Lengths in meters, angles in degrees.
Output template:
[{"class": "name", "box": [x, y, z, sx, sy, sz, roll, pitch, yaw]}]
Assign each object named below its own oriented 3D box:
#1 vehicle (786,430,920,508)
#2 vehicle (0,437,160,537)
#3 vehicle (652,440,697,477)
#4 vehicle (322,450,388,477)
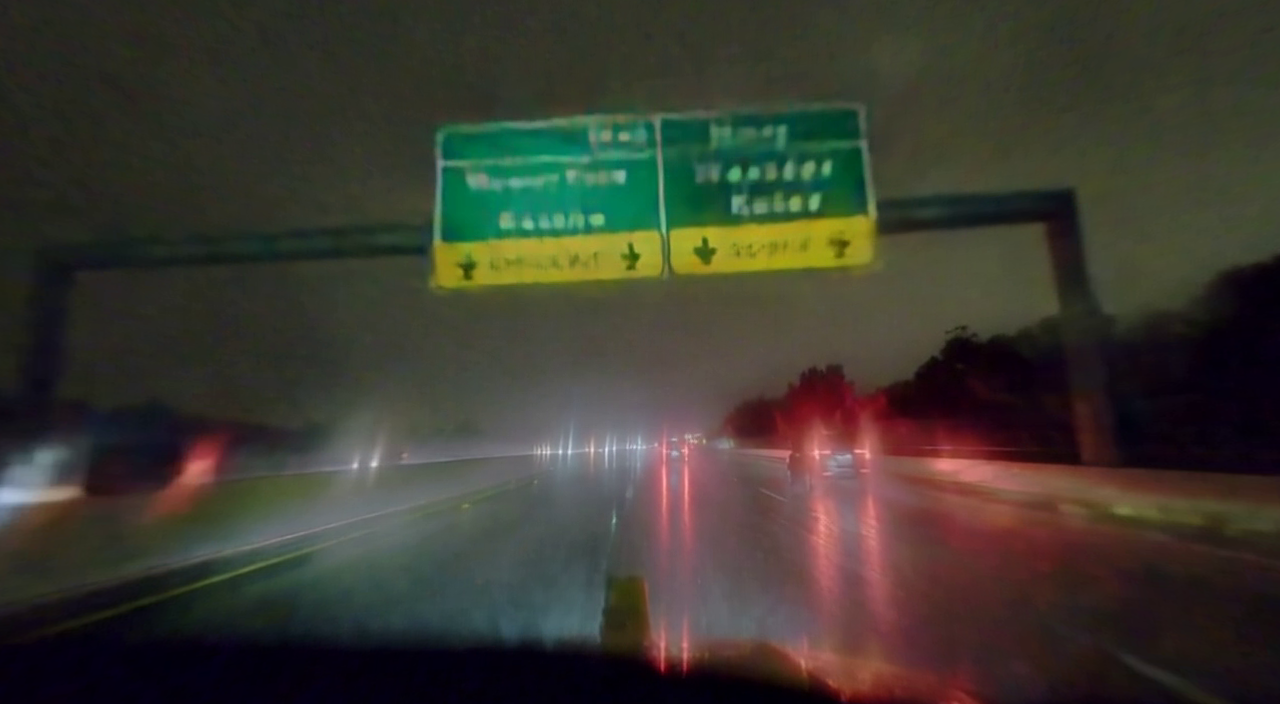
[{"class": "vehicle", "box": [4.846, 2.706, 15.035, 1.770, 1.566, 4.282, 0, -8, 1]}, {"class": "vehicle", "box": [-10.890, 2.260, 10.844, 1.904, 1.548, 4.097, 0, -8, 1]}, {"class": "vehicle", "box": [1.369, 4.322, 25.774, 1.683, 1.400, 3.868, 0, -8, 2]}, {"class": "vehicle", "box": [-17.855, 6.990, 39.667, 1.855, 1.543, 4.820, 0, -8, 1]}]
